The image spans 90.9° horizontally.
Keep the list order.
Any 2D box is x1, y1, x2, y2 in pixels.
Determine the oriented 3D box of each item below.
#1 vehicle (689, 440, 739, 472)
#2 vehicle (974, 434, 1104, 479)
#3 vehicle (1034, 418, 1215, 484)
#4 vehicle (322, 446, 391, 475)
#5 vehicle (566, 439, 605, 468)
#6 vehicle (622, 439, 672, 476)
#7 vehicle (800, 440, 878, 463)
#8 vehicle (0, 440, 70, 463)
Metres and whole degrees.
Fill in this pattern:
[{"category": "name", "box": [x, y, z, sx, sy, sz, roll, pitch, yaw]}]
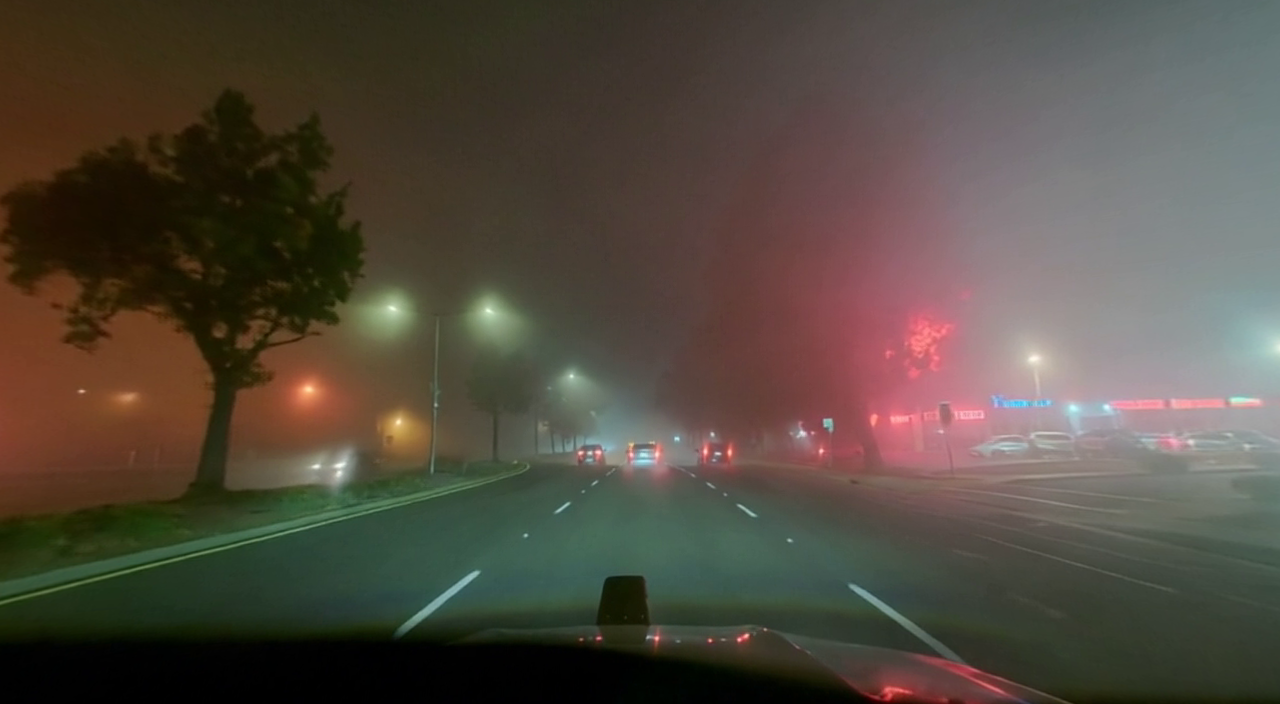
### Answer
[{"category": "vehicle", "box": [3.627, 5.227, 31.816, 2.012, 1.462, 4.400, 0, -8, 0]}, {"category": "vehicle", "box": [15.038, 3.951, 24.133, 2.099, 1.526, 4.555, -1, -8, 2]}, {"category": "vehicle", "box": [17.450, 3.632, 23.232, 2.131, 2.070, 5.579, -1, -8, -1]}, {"category": "vehicle", "box": [-15.657, 5.987, 35.088, 1.796, 1.466, 4.362, 0, -8, 1]}, {"category": "vehicle", "box": [-3.223, 6.127, 38.206, 1.995, 1.607, 4.086, 0, -8, 0]}, {"category": "vehicle", "box": [0.276, 4.637, 27.989, 2.059, 1.477, 4.216, 0, -8, 0]}, {"category": "vehicle", "box": [13.053, 6.550, 41.617, 4.622, 1.469, 1.934, -2, -9, 10]}, {"category": "vehicle", "box": [-45.390, 7.351, 46.715, 2.029, 1.654, 4.555, 0, -8, -2]}]
